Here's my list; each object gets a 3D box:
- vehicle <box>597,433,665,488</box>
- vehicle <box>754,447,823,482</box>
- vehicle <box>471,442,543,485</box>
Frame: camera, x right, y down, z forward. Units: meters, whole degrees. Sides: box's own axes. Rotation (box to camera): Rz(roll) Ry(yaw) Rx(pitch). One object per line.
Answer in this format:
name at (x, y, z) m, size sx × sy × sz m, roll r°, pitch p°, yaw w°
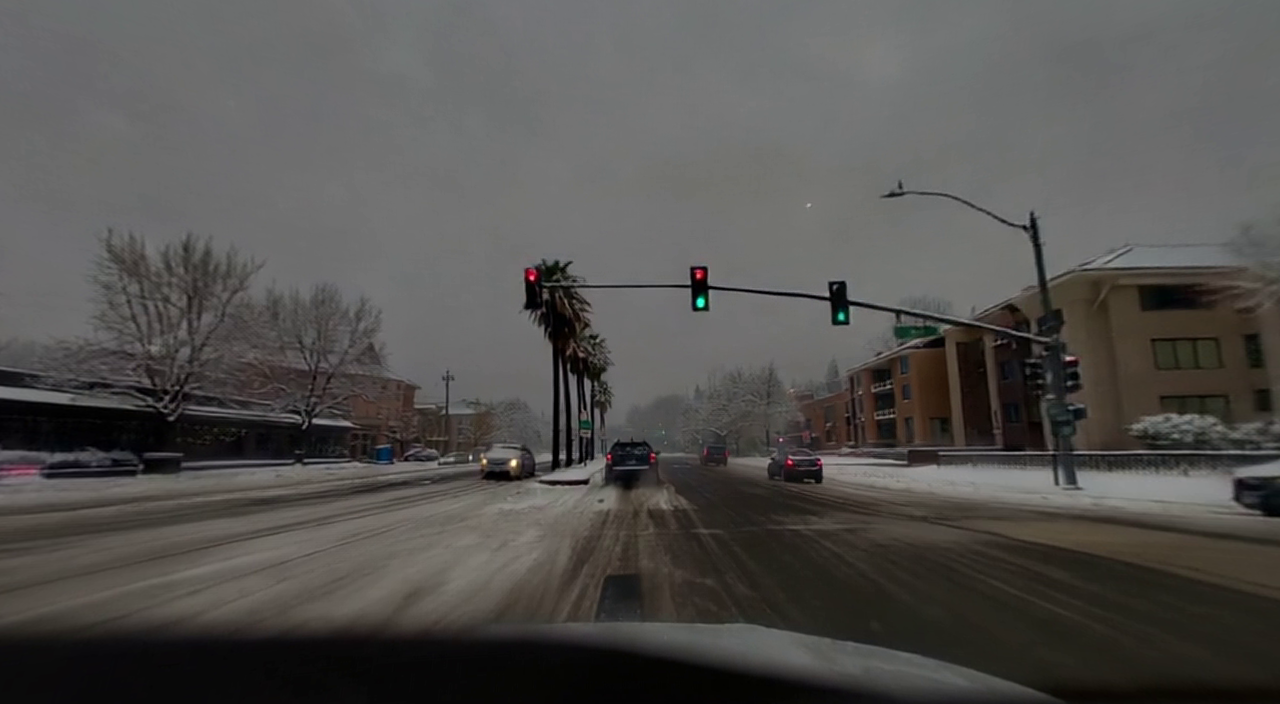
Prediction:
vehicle at (-0.300, 3.952, 23.206) m, size 2.277 × 1.816 × 4.192 m, roll 0°, pitch -9°, yaw 0°
vehicle at (6.759, 5.169, 29.216) m, size 1.975 × 1.483 × 4.769 m, roll 0°, pitch -9°, yaw -1°
vehicle at (-5.286, 4.457, 25.540) m, size 2.028 × 1.489 × 4.386 m, roll -3°, pitch -8°, yaw -1°
